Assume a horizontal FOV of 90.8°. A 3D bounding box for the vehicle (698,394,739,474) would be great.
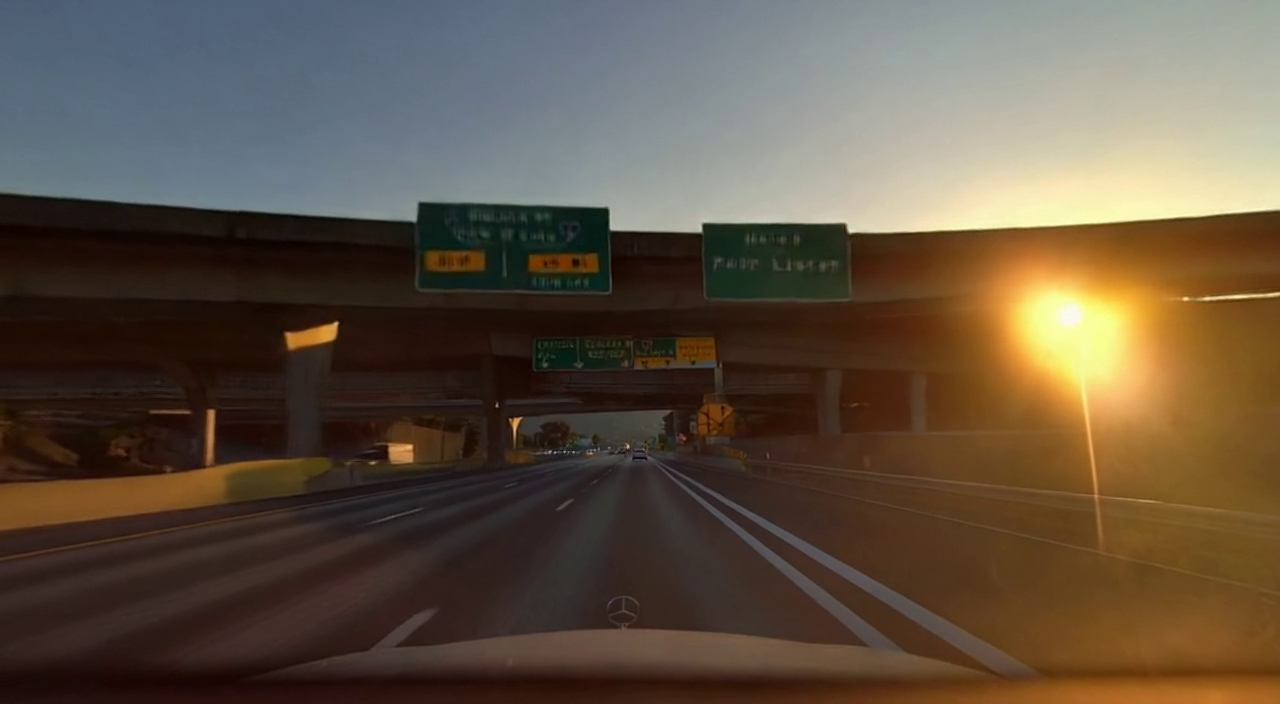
[{"bbox_3d":[4.143,4.410,33.745,1.697,3.935,4.195,-2,-9,3],"label":"vehicle"}]
